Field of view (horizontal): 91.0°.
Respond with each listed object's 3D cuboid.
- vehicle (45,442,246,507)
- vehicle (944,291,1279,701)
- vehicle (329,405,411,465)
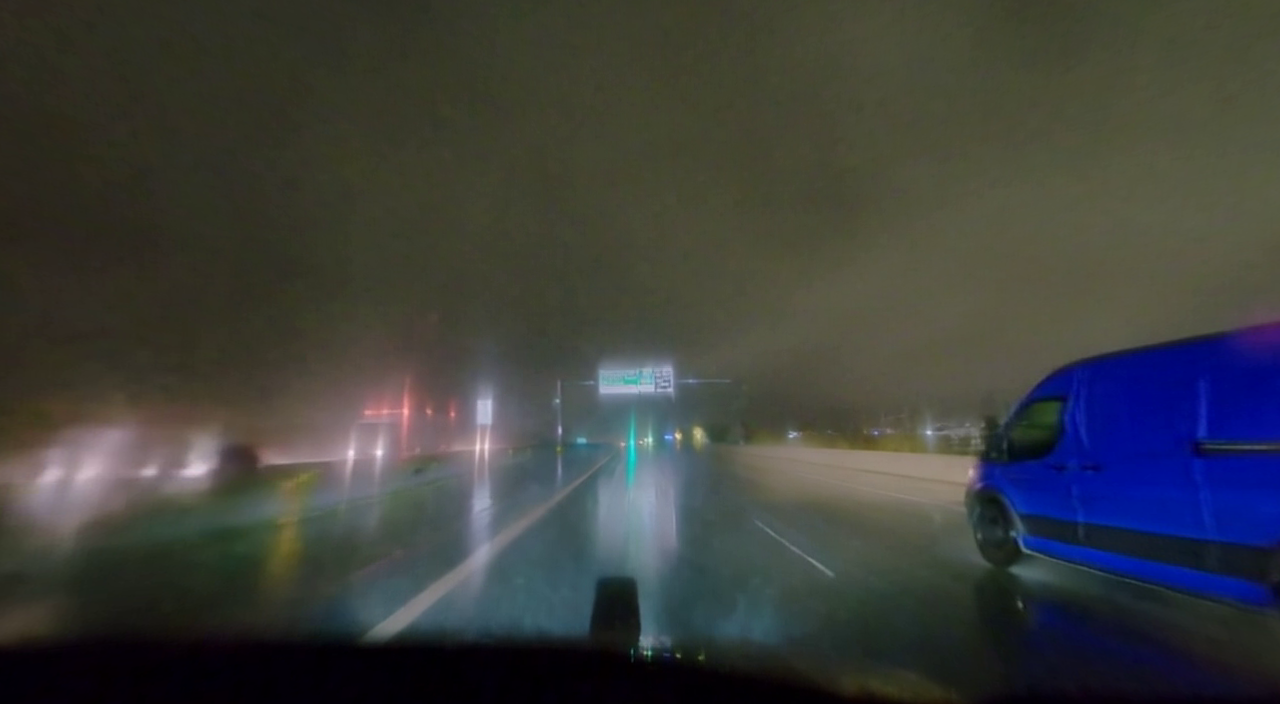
[{"bbox_3d":[-13.361,3.284,17.469,1.923,1.526,4.507,-1,-8,0],"label":"vehicle"},{"bbox_3d":[4.220,0.826,3.983,2.161,2.002,4.631,0,-8,-1],"label":"vehicle"},{"bbox_3d":[-18.991,5.893,44.670,3.000,3.921,5.758,-1,-8,2],"label":"vehicle"}]
